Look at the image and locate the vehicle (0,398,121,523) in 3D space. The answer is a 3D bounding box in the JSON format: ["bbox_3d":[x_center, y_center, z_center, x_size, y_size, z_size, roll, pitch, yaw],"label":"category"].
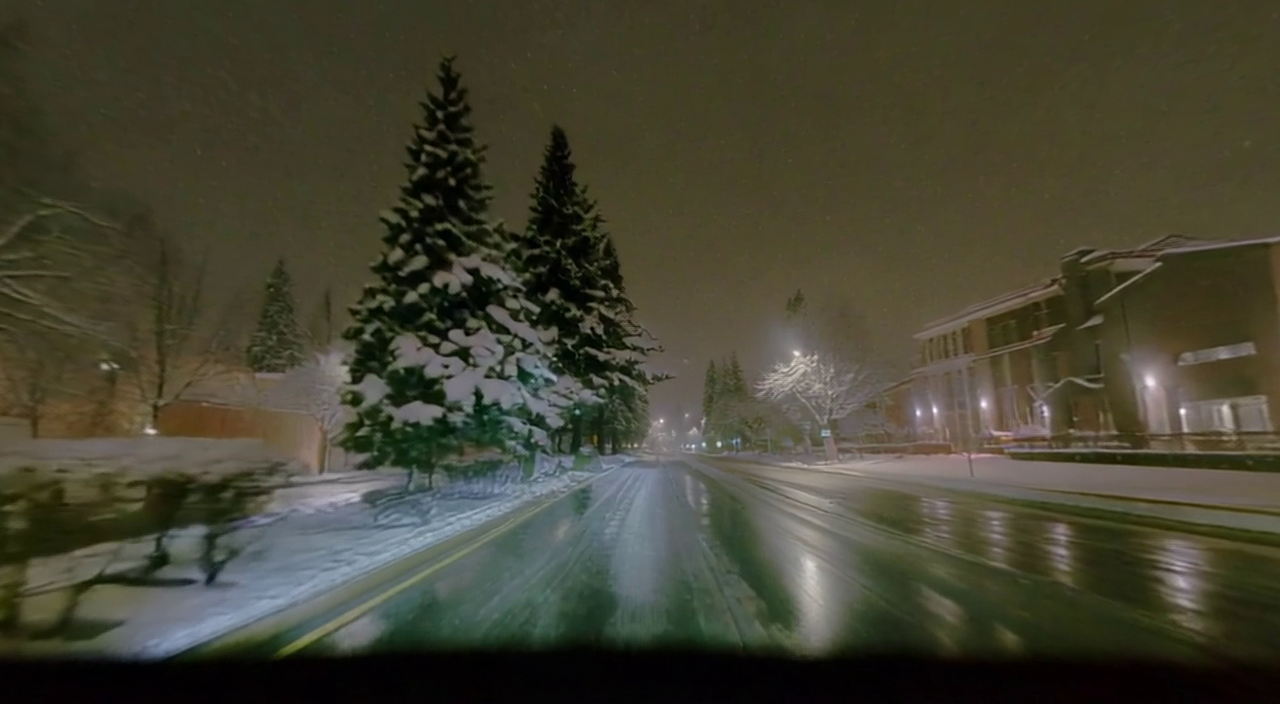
[{"bbox_3d":[-19.528,2.884,16.608,2.898,3.487,9.955,0,-9,1],"label":"vehicle"}]

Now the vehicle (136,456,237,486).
[{"bbox_3d":[-25.499,6.658,35.501,1.880,1.341,4.090,-1,-7,33],"label":"vehicle"}]

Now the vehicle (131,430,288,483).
[{"bbox_3d":[-28.250,6.902,41.535,8.606,2.952,2.752,-4,-9,5],"label":"vehicle"}]
